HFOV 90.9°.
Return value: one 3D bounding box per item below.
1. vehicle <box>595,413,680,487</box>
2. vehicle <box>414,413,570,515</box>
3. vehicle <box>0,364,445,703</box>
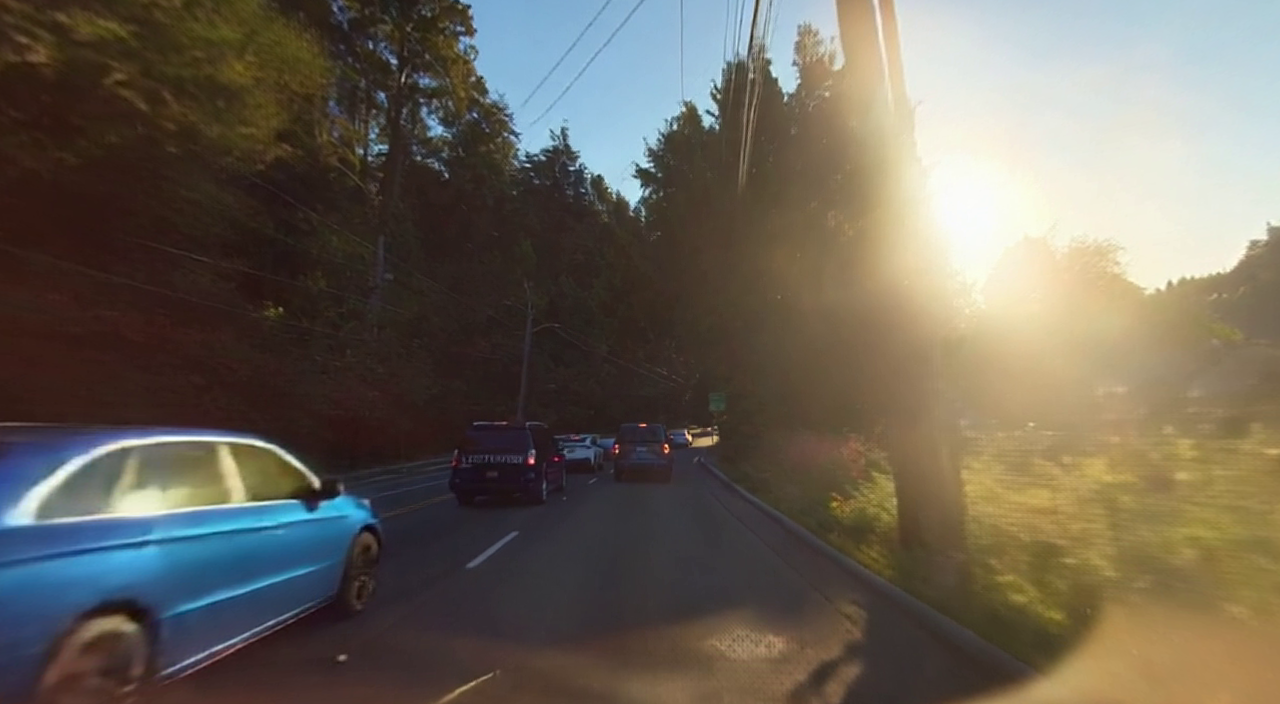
[{"bbox_3d":[0.019,2.891,18.732,2.241,1.912,4.095,-1,-8,2],"label":"vehicle"},{"bbox_3d":[-2.890,2.334,13.567,2.062,1.796,4.657,-1,-8,2],"label":"vehicle"},{"bbox_3d":[-3.132,1.079,3.889,2.180,1.546,4.755,0,-8,2],"label":"vehicle"}]
